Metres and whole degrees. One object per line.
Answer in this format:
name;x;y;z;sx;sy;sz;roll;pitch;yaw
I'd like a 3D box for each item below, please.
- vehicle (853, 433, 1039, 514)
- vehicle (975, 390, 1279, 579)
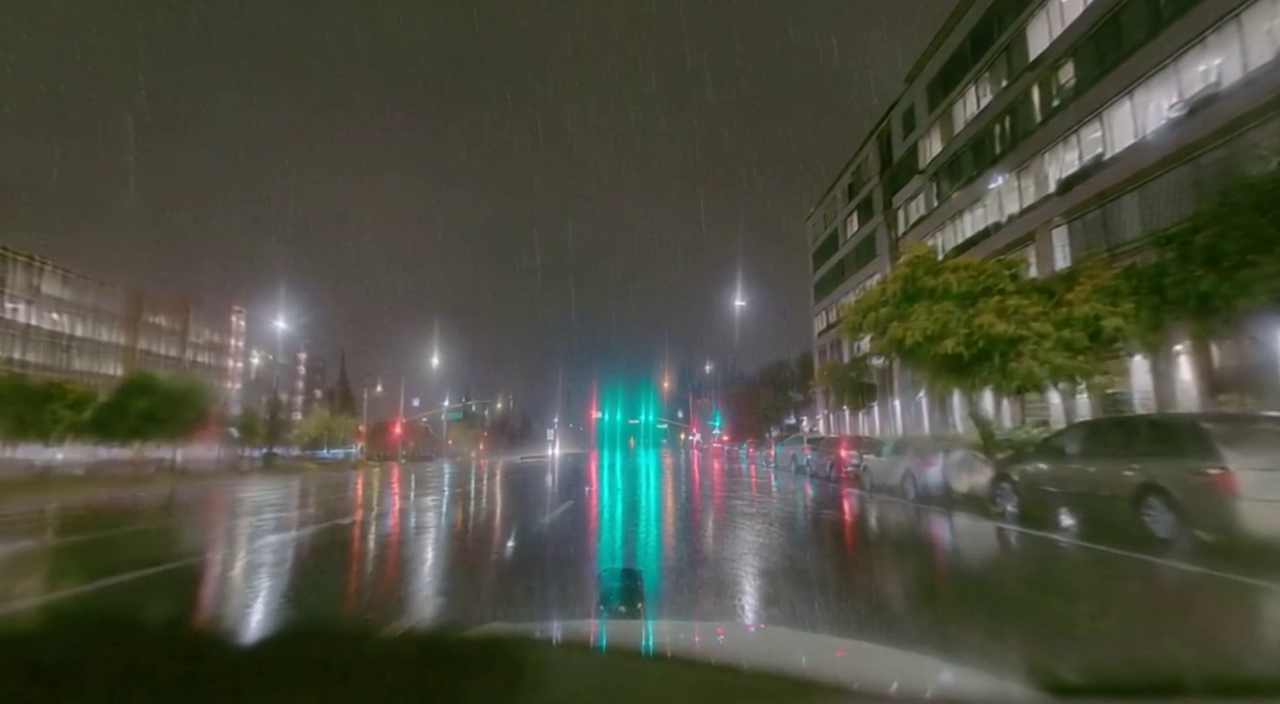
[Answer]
vehicle;6.678;2.678;14.488;2.020;1.520;4.876;0;-8;3
vehicle;6.789;1.596;8.382;1.983;1.772;4.833;0;-8;1
